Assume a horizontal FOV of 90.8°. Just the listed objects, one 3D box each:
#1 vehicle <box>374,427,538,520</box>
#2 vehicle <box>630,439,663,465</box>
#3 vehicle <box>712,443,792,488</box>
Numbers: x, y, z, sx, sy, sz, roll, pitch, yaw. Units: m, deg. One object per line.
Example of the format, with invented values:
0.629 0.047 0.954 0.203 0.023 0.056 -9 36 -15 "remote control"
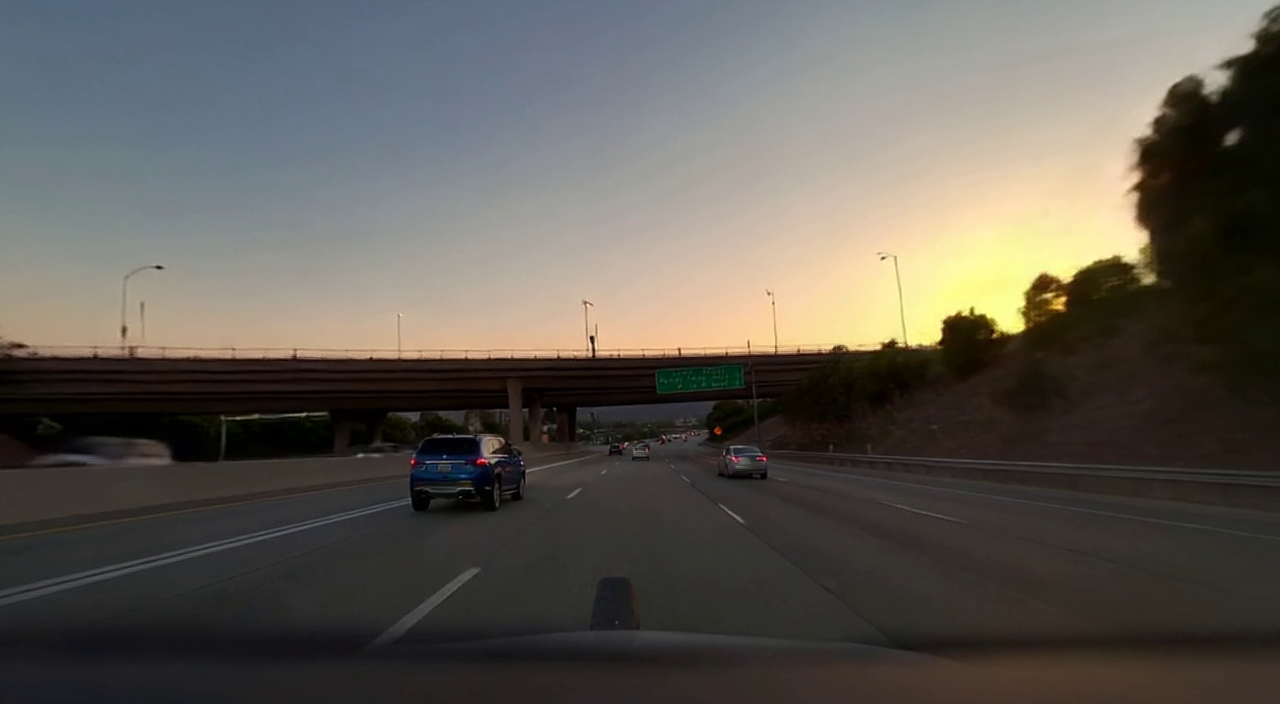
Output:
-3.618 2.469 13.354 2.193 1.641 4.077 0 -8 0 "vehicle"
0.487 7.722 48.955 2.428 1.841 4.402 0 -8 1 "vehicle"
3.915 4.025 22.890 2.083 1.453 4.307 0 -8 -1 "vehicle"
